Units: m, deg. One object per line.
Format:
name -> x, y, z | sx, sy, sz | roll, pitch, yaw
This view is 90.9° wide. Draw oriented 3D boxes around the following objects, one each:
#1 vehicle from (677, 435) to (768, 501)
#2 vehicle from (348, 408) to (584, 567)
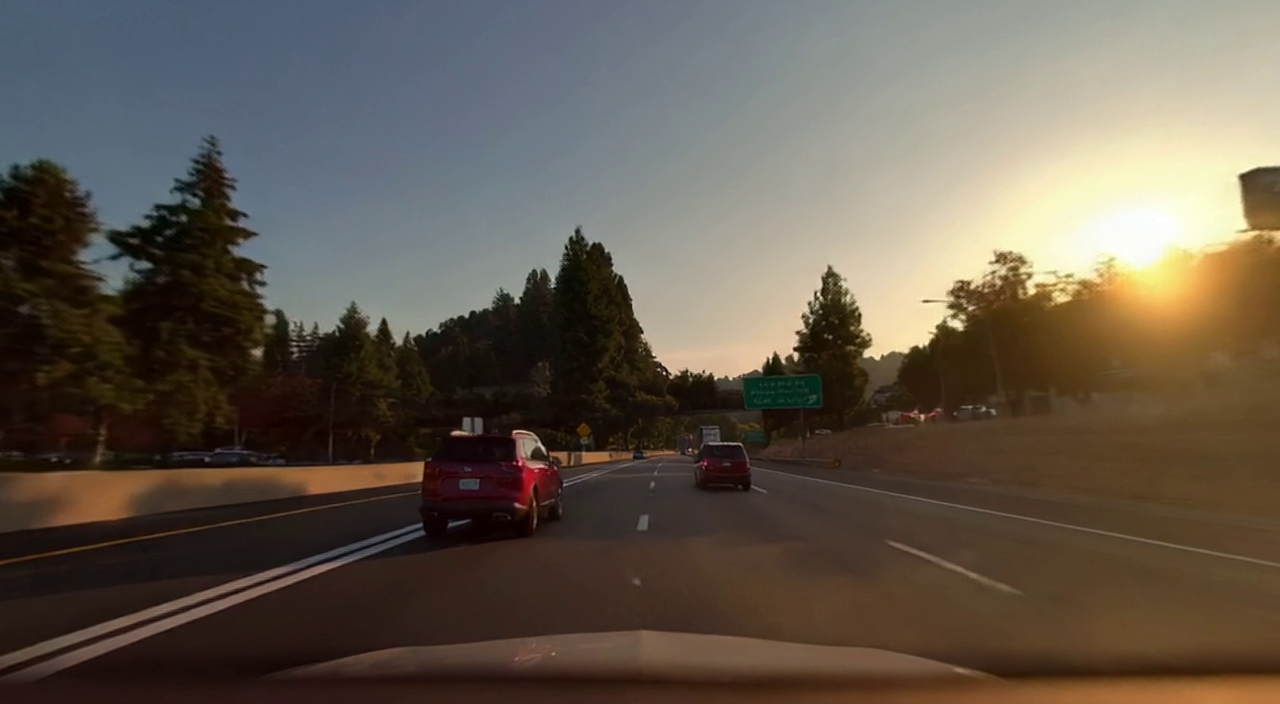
vehicle -> 2.269, 3.348, 18.529 | 2.087, 1.682, 4.388 | 0, -9, 0
vehicle -> -2.215, 1.919, 9.628 | 2.139, 1.804, 4.611 | -1, -9, 2
